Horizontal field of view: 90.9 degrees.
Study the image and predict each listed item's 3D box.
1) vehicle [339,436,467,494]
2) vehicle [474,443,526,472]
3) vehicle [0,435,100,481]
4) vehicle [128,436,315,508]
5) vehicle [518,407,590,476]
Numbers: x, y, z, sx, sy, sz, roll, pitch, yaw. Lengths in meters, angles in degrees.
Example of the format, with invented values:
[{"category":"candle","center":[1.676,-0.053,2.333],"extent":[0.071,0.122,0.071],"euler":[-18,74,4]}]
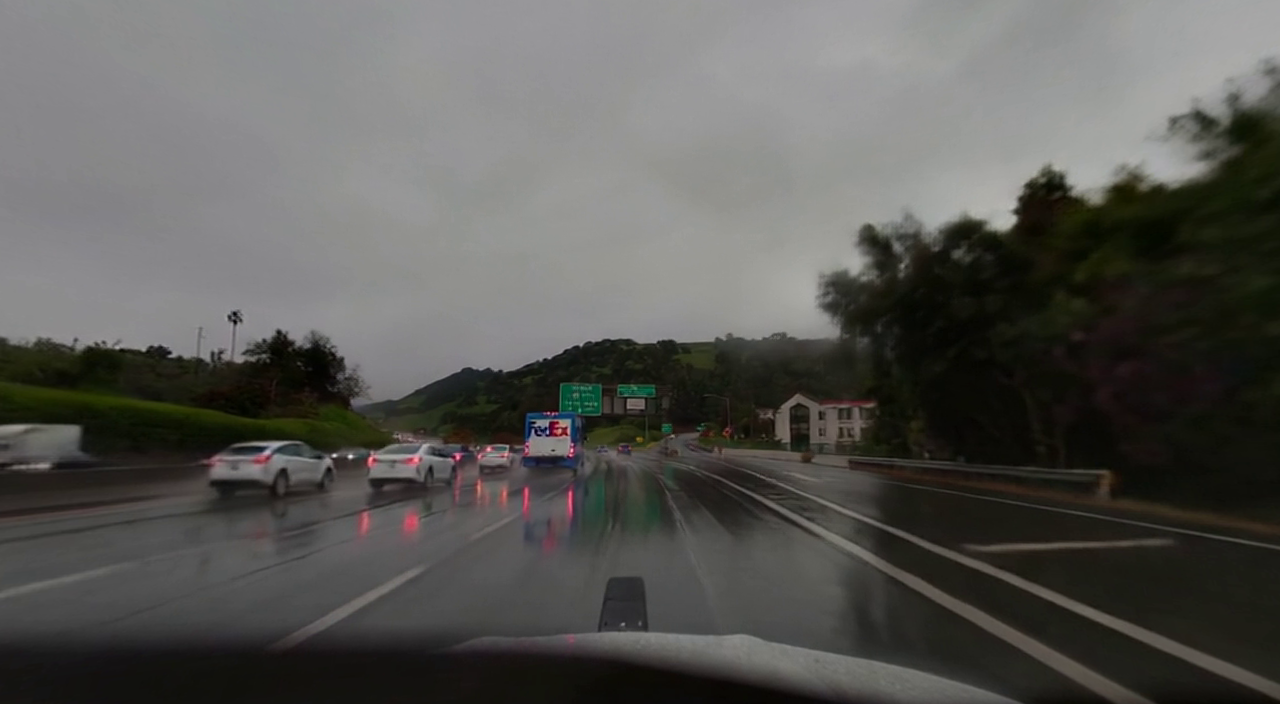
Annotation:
[{"category":"vehicle","center":[-7.954,3.843,21.872],"extent":[2.461,1.767,4.991],"euler":[0,-8,0]},{"category":"vehicle","center":[-8.437,6.379,38.438],"extent":[2.143,1.628,4.559],"euler":[0,-8,-1]},{"category":"vehicle","center":[-33.201,5.586,33.569],"extent":[2.677,2.234,7.185],"euler":[0,-8,-2]},{"category":"vehicle","center":[-11.735,3.362,18.236],"extent":[2.188,1.784,4.724],"euler":[0,-8,-1]},{"category":"vehicle","center":[-4.374,4.794,33.712],"extent":[2.798,3.212,7.573],"euler":[0,-8,0]}]
